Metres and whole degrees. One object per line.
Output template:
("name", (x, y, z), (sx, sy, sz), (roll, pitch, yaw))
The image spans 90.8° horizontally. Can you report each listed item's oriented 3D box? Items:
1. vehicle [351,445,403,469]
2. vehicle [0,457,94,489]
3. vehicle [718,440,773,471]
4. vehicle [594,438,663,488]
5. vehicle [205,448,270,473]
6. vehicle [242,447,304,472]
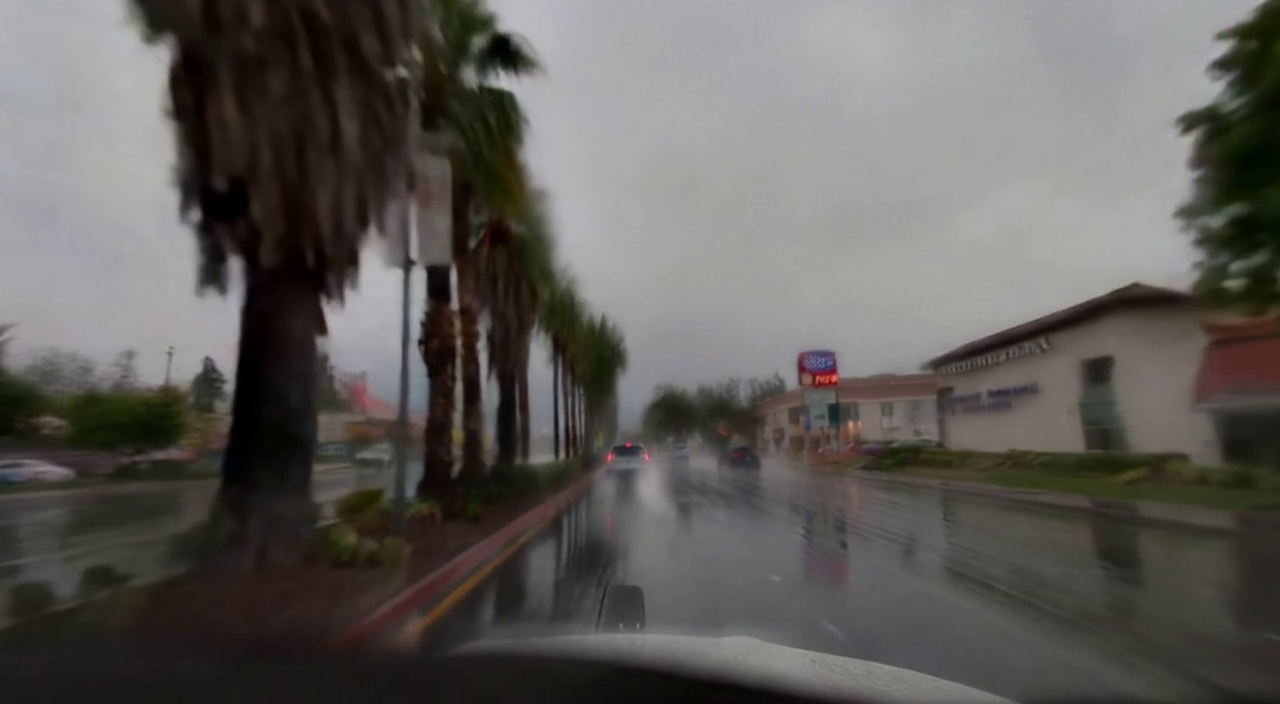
("vehicle", (-19.255, 7.656, 46.434), (2.021, 1.666, 4.247), (0, -9, -1))
("vehicle", (-30.152, 5.985, 31.269), (4.345, 1.476, 1.937), (1, -9, -3))
("vehicle", (6.014, 5.944, 36.459), (2.244, 1.618, 4.585), (0, -9, -2))
("vehicle", (-0.345, 3.665, 21.174), (2.106, 1.496, 3.964), (0, -9, 0))
("vehicle", (-29.791, 8.010, 46.928), (2.011, 1.753, 4.066), (0, -9, 2))
("vehicle", (-26.980, 7.863, 46.561), (1.934, 1.736, 4.341), (0, -9, 0))
